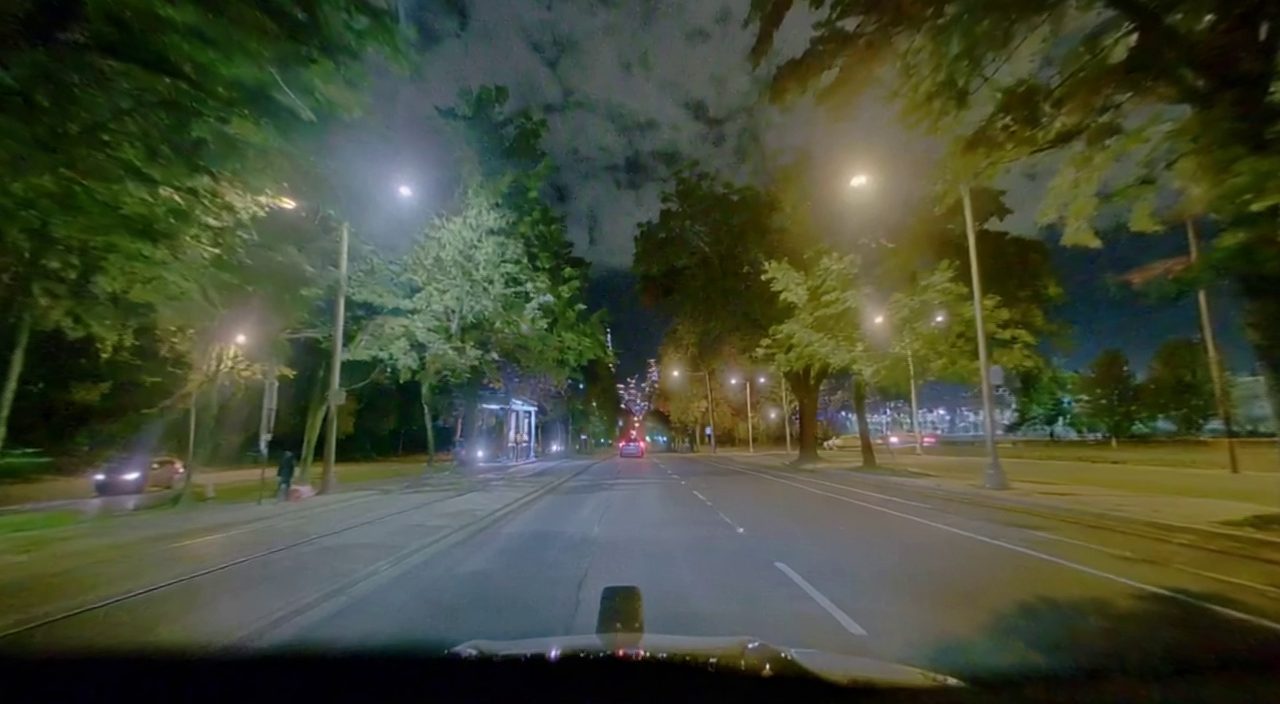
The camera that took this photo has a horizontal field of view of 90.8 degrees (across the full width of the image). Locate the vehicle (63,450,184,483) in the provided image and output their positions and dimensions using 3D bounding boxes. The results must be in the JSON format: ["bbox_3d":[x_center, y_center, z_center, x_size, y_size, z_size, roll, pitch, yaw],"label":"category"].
[{"bbox_3d":[-26.033,5.741,32.098,2.040,1.469,4.860,0,-8,0],"label":"vehicle"}]

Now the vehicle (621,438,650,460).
[{"bbox_3d":[-0.396,7.281,47.576,2.109,1.501,4.042,0,-8,-1],"label":"vehicle"}]
